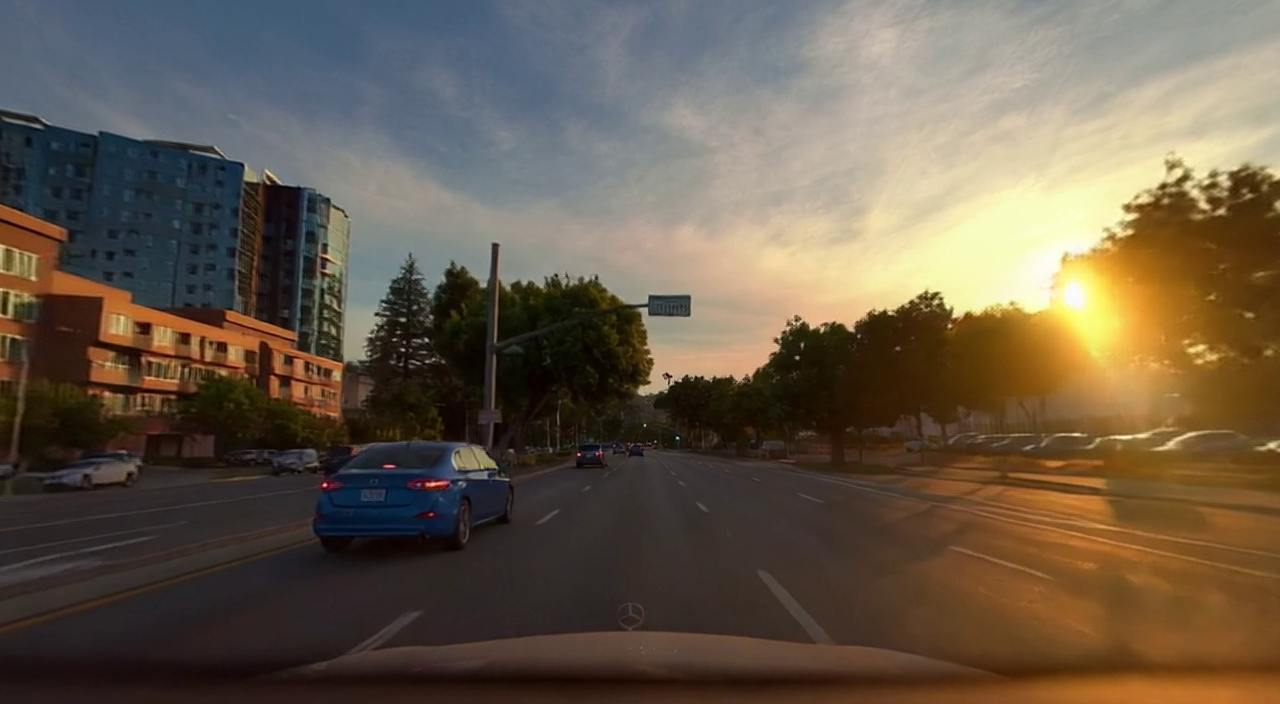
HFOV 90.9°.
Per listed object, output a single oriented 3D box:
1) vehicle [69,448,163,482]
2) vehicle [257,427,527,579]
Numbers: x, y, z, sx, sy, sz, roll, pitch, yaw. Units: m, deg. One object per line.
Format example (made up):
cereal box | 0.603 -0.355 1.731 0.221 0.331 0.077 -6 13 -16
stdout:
vehicle | -34.818 7.489 42.110 2.199 1.962 5.038 -1 -8 -4
vehicle | -3.141 1.975 9.170 2.009 1.489 4.543 -4 -8 1
